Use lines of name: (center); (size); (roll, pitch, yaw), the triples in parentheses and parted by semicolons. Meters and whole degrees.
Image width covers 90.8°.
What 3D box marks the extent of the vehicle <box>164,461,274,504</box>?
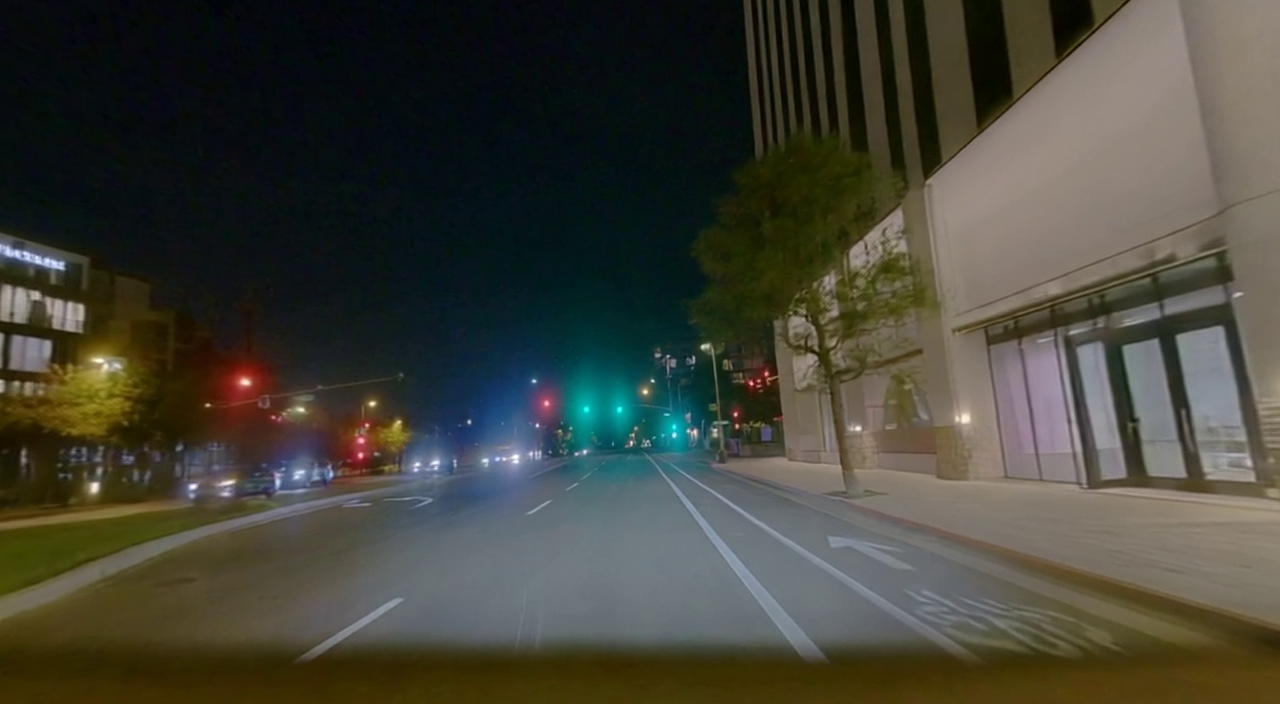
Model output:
vehicle: (-19.652, 6.087, 29.769); (2.223, 1.728, 4.250); (0, -9, -1)

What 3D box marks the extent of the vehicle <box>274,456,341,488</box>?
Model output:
vehicle: (-23.723, 8.535, 45.326); (2.316, 2.060, 4.631); (0, -9, -1)
